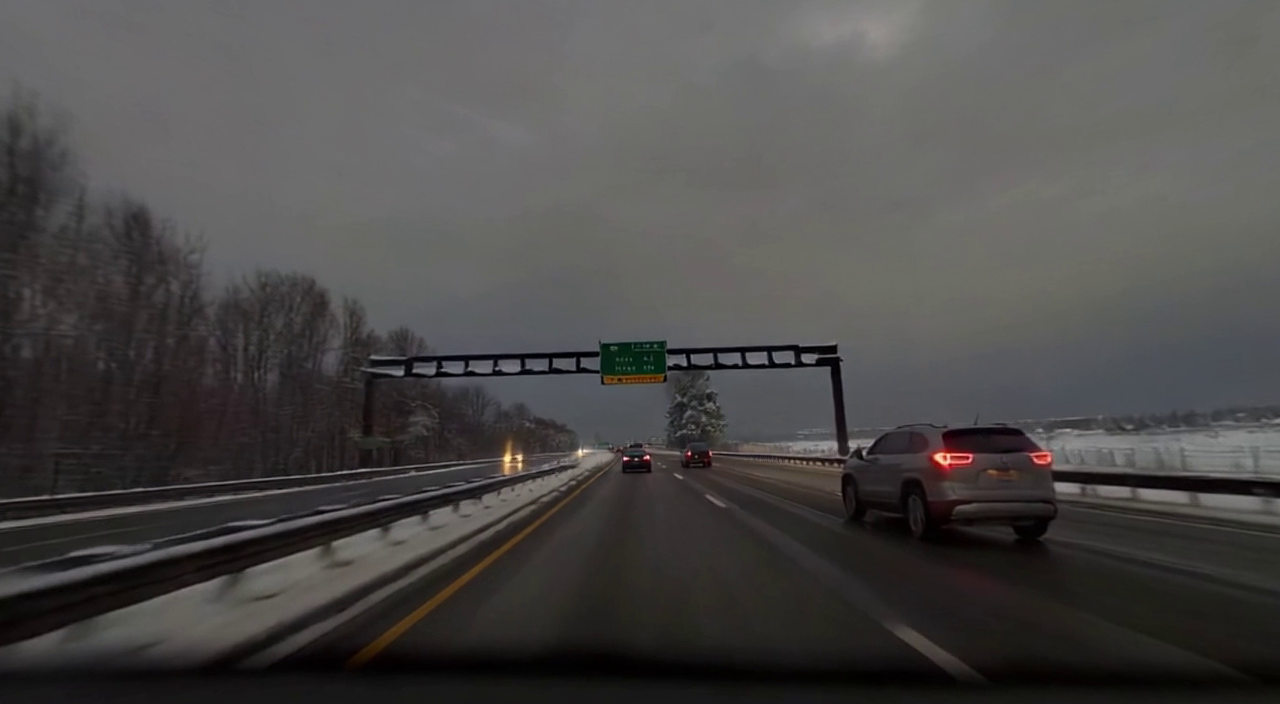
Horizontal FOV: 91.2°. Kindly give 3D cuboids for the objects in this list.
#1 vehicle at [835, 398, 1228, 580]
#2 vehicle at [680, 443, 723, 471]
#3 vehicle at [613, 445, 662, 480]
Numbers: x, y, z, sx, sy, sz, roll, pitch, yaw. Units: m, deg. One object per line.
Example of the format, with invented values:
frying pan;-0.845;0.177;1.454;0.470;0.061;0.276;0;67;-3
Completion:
vehicle;4.453;1.648;8.262;2.250;1.718;4.358;0;-9;-1
vehicle;3.528;6.081;36.532;1.959;1.528;4.207;0;-9;-1
vehicle;-0.150;4.837;27.682;2.037;1.418;3.793;0;-9;-1
